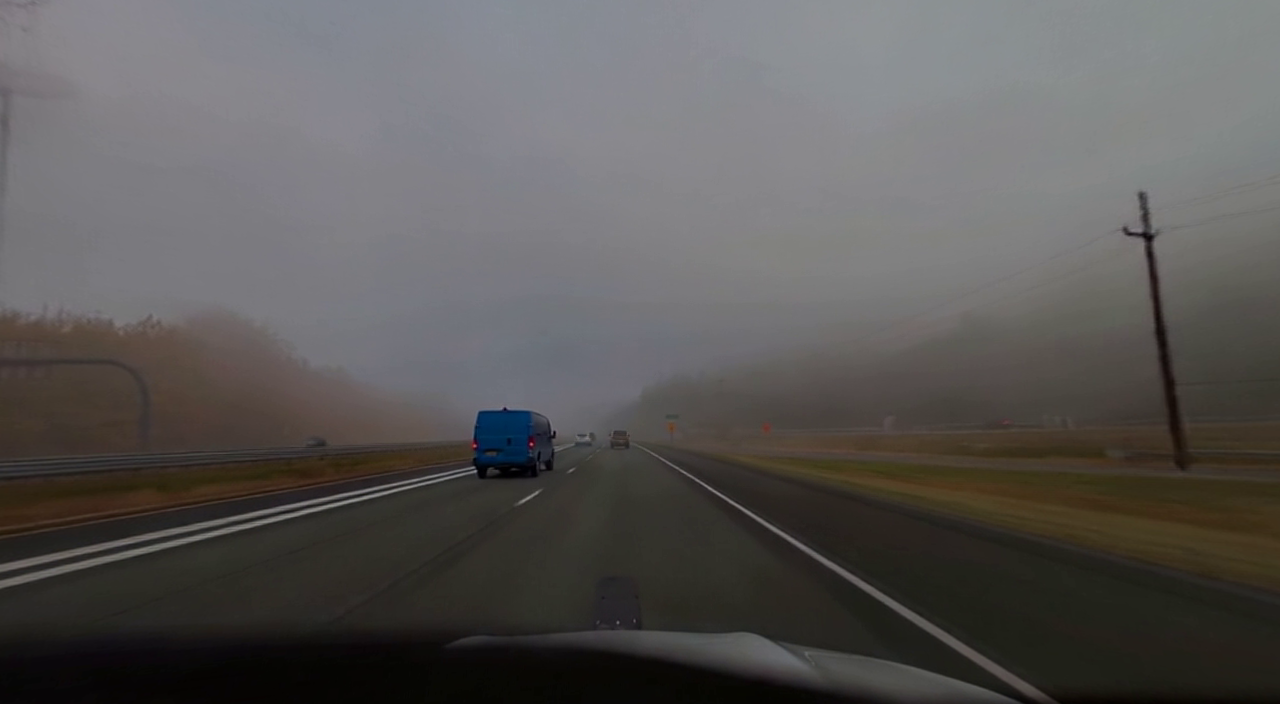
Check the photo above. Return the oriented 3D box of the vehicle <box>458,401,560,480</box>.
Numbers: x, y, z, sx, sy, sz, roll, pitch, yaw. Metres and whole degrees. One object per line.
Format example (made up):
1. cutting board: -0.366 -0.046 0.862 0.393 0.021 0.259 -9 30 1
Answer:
1. vehicle: -4.186 2.938 21.091 2.303 2.323 5.089 0 -8 0
